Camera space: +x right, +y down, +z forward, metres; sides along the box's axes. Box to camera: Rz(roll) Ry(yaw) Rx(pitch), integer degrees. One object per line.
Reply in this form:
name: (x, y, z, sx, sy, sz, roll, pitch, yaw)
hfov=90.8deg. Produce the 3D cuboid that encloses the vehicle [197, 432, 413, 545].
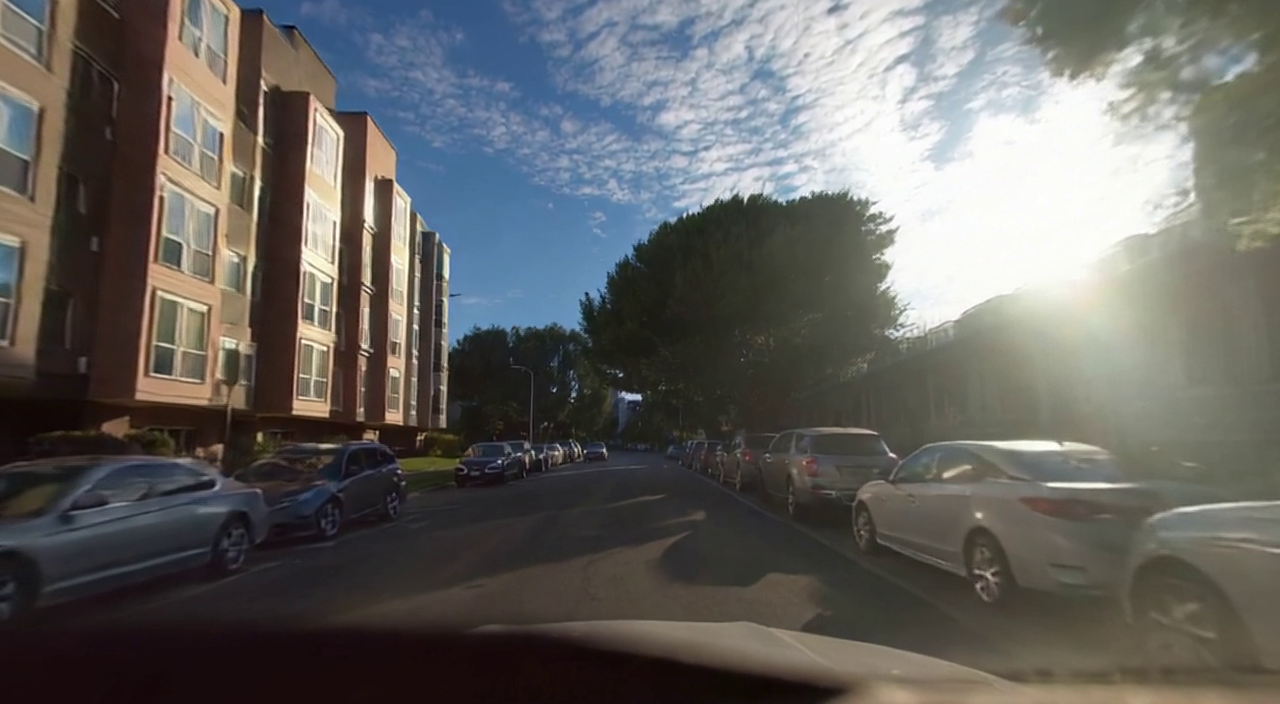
vehicle: (-5.187, 2.115, 10.382, 1.628, 1.504, 3.500, 0, -8, -1)

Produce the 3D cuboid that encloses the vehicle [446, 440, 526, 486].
vehicle: (-5.436, 3.959, 22.884, 1.647, 1.481, 4.433, 0, -8, 2)

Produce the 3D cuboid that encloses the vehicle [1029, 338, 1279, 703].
vehicle: (3.575, 0.696, 1.571, 1.912, 1.781, 5.159, 0, -8, 0)

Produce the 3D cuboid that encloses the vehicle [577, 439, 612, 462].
vehicle: (-3.174, 6.919, 44.526, 1.939, 1.504, 4.121, -1, -8, 3)

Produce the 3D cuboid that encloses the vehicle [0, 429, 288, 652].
vehicle: (-5.213, 1.464, 5.520, 1.711, 1.500, 4.510, 0, -8, -1)

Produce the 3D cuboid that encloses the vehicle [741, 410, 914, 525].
vehicle: (3.380, 2.201, 12.570, 1.835, 1.809, 4.997, 0, -8, -1)
